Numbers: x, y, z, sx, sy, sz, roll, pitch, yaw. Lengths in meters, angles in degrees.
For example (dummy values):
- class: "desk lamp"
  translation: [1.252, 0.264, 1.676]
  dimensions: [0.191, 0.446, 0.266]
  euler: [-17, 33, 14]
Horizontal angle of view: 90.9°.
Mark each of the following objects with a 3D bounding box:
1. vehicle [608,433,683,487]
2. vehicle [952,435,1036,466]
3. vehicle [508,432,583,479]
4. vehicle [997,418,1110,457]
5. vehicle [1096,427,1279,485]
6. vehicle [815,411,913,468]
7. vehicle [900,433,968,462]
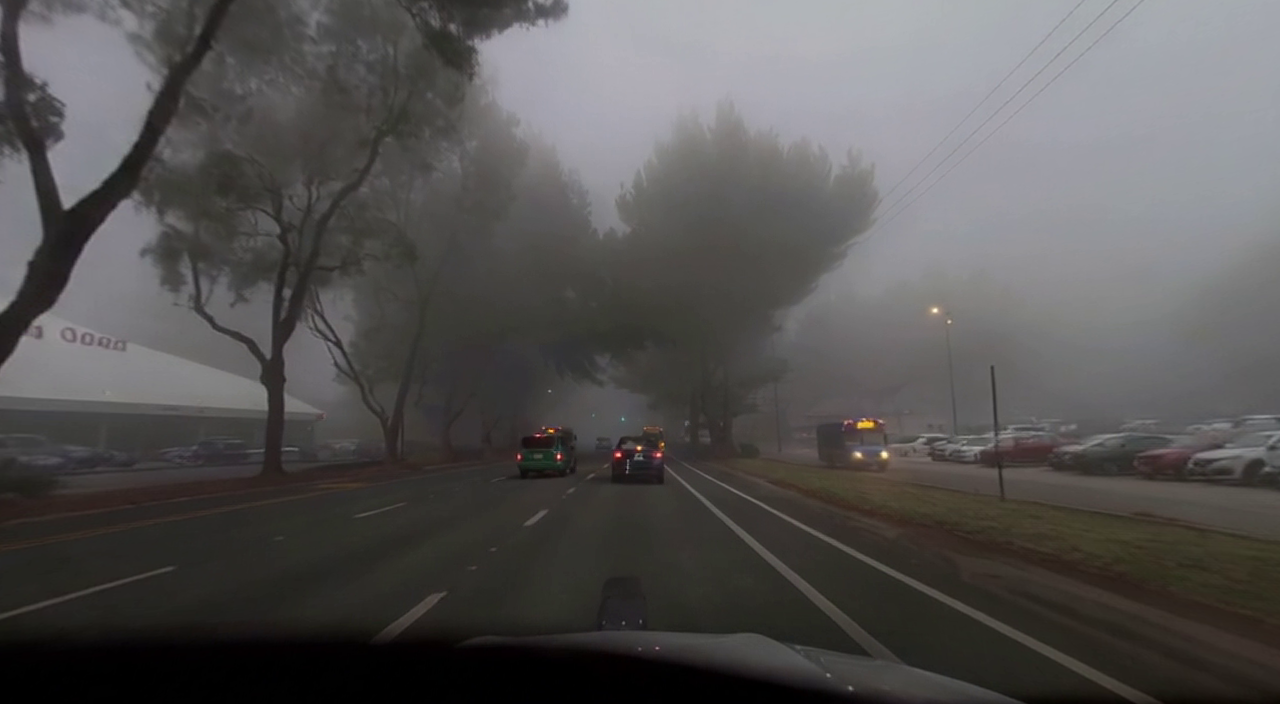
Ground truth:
- class: "vehicle"
  translation: [0.109, 3.370, 19.920]
  dimensions: [2.123, 1.498, 4.226]
  euler: [0, -9, -1]
- class: "vehicle"
  translation: [18.475, 5.172, 33.165]
  dimensions: [1.826, 1.532, 4.290]
  euler: [0, -9, -1]
- class: "vehicle"
  translation: [-3.565, 4.013, 24.642]
  dimensions: [2.148, 1.636, 4.199]
  euler: [0, -9, 2]
- class: "vehicle"
  translation: [23.765, 5.023, 36.685]
  dimensions: [2.225, 2.013, 6.379]
  euler: [0, -9, -1]
- class: "vehicle"
  translation: [18.484, 3.520, 21.591]
  dimensions: [1.965, 1.749, 4.838]
  euler: [0, -9, -2]
- class: "vehicle"
  translation: [11.555, 4.646, 33.213]
  dimensions: [2.754, 2.711, 6.196]
  euler: [0, -9, 0]
- class: "vehicle"
  translation: [18.288, 5.969, 39.527]
  dimensions: [1.841, 1.680, 4.842]
  euler: [0, -9, -1]
